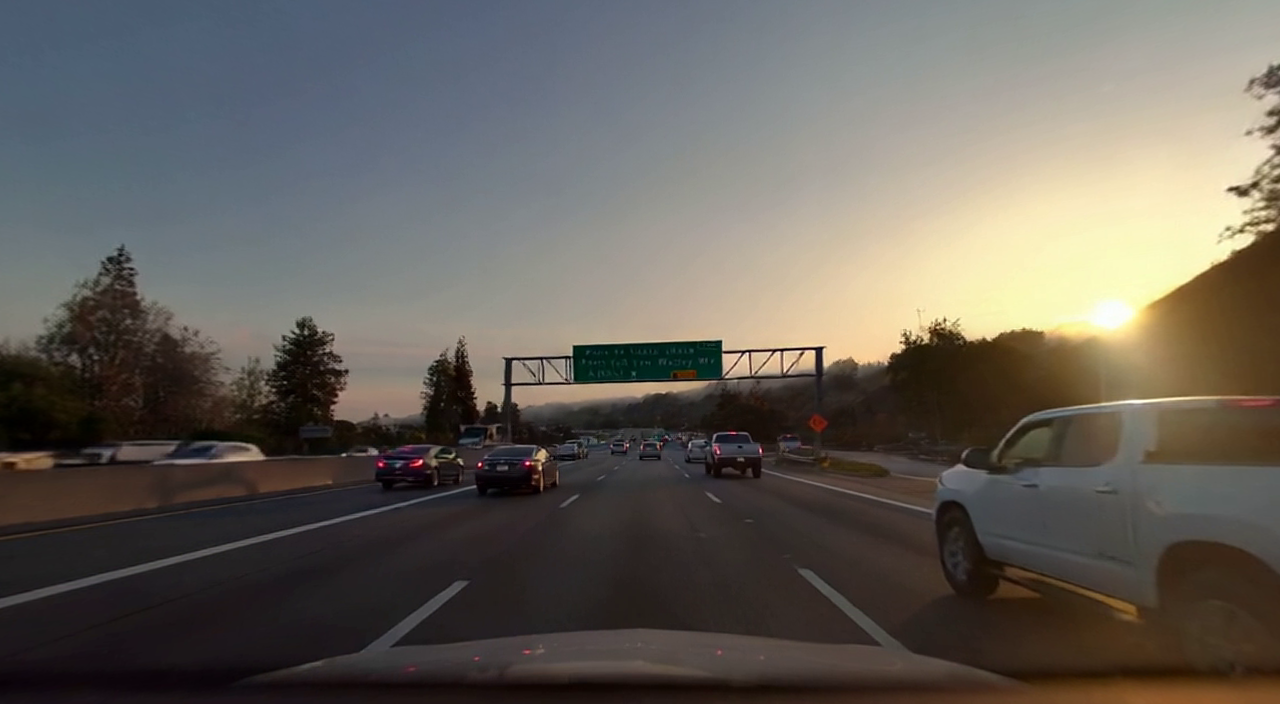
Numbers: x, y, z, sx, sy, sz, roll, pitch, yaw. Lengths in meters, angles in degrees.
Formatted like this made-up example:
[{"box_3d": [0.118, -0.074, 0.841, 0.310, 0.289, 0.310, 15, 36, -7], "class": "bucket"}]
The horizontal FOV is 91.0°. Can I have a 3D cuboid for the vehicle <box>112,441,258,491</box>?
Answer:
[{"box_3d": [-15.795, 3.957, 22.183, 1.880, 1.565, 4.171, 0, -9, 2], "class": "vehicle"}]

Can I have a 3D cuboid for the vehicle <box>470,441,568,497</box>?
[{"box_3d": [-3.520, 3.507, 19.223, 1.996, 1.488, 4.451, 0, -9, 2], "class": "vehicle"}]

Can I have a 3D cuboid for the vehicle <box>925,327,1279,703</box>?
[{"box_3d": [3.648, 0.952, 3.595, 2.045, 1.768, 4.249, 0, -9, 0], "class": "vehicle"}]

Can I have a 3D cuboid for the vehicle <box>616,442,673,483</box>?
[{"box_3d": [0.219, 4.372, 25.162, 2.071, 1.478, 4.130, 0, -9, 1], "class": "vehicle"}]

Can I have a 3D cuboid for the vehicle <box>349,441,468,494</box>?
[{"box_3d": [-7.381, 3.716, 20.628, 2.065, 1.519, 4.491, 0, -9, 2], "class": "vehicle"}]

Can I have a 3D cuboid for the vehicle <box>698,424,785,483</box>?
[{"box_3d": [4.082, 4.286, 26.734, 2.802, 2.151, 6.579, 0, -9, 2], "class": "vehicle"}]
